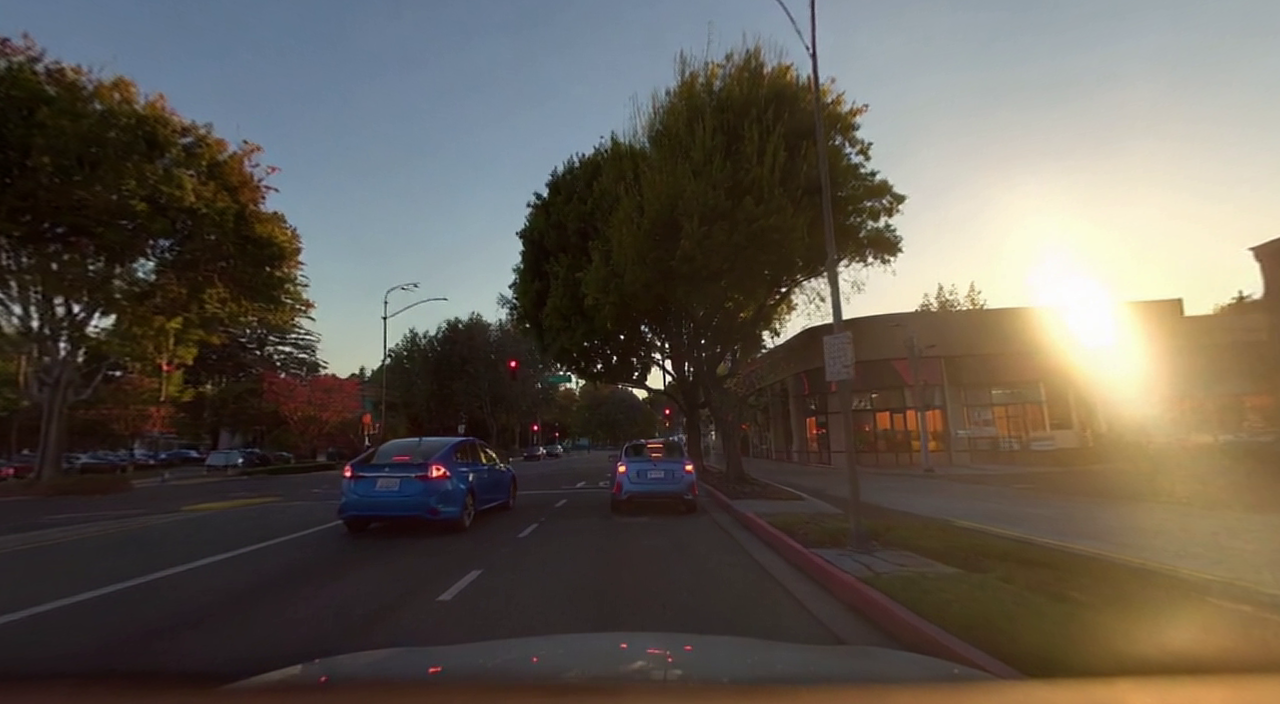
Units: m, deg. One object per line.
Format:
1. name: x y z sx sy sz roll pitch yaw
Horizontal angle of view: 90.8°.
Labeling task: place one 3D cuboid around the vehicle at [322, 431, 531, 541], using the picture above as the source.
1. vehicle: -3.301 2.162 10.873 2.032 1.467 4.411 0 -8 0

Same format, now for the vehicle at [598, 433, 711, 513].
1. vehicle: 0.247 2.531 13.698 2.059 1.456 4.047 0 -8 0
